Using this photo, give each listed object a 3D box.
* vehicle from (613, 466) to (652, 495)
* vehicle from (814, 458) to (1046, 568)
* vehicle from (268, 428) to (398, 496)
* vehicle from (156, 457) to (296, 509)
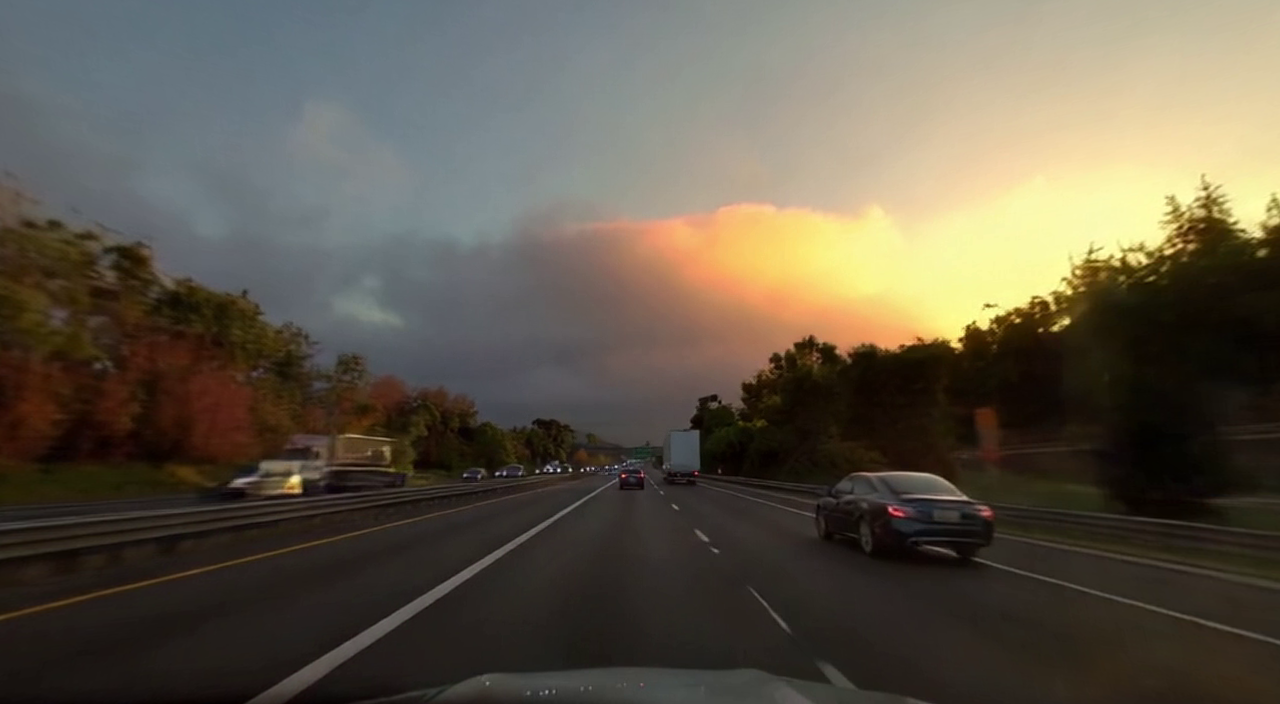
[{"bbox_3d":[-0.419,6.961,34.369,2.010,1.436,3.973,1,-10,-1],"label":"vehicle"},{"bbox_3d":[4.642,2.643,10.980,1.897,1.476,4.334,1,-10,-1],"label":"vehicle"},{"bbox_3d":[-20.053,7.445,42.416,2.946,3.818,11.566,-1,-10,0],"label":"vehicle"},{"bbox_3d":[-16.357,5.209,25.344,2.027,1.800,5.243,1,-10,0],"label":"vehicle"}]
